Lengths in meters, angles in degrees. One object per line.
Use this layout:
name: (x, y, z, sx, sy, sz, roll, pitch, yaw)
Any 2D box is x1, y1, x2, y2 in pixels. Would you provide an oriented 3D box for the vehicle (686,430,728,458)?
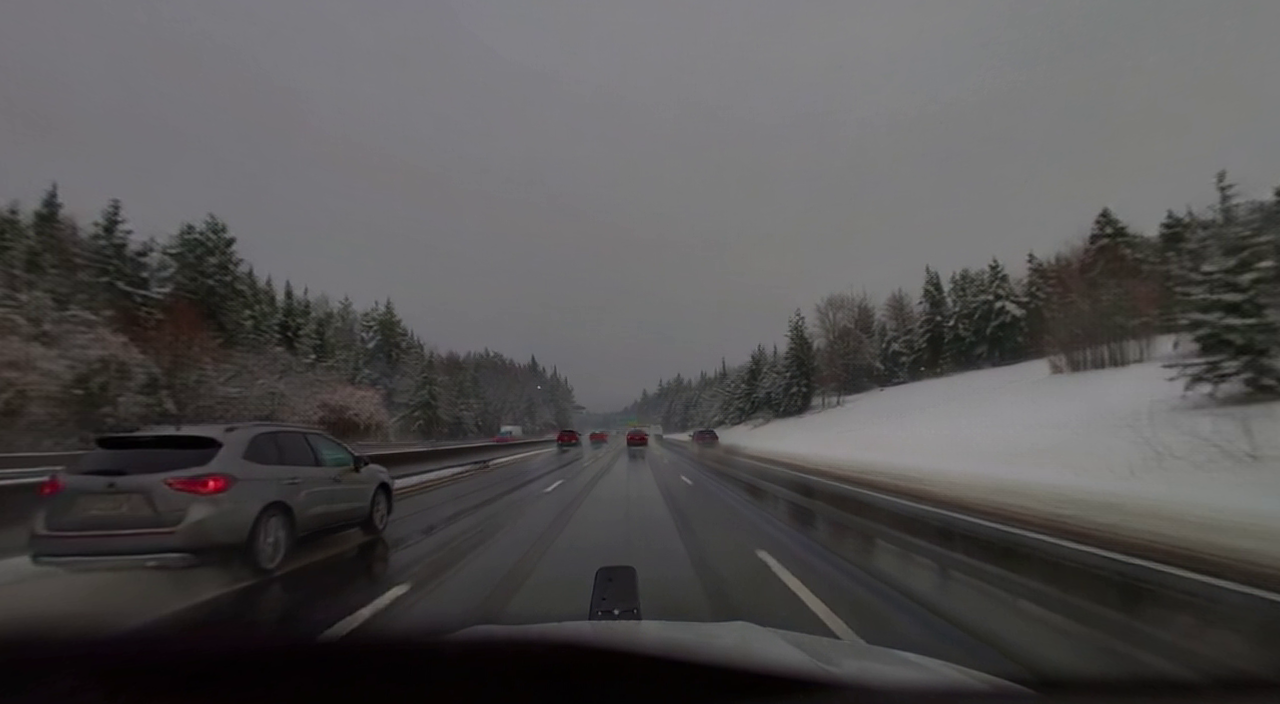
vehicle: (3.760, 5.225, 35.984, 1.841, 1.491, 3.869, 0, -8, -2)

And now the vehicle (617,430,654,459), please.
vehicle: (-0.250, 4.863, 33.255, 1.869, 1.466, 3.356, 0, -8, -1)

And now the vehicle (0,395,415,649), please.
vehicle: (-4.109, 1.335, 6.231, 2.023, 1.512, 4.804, 0, -8, 0)
